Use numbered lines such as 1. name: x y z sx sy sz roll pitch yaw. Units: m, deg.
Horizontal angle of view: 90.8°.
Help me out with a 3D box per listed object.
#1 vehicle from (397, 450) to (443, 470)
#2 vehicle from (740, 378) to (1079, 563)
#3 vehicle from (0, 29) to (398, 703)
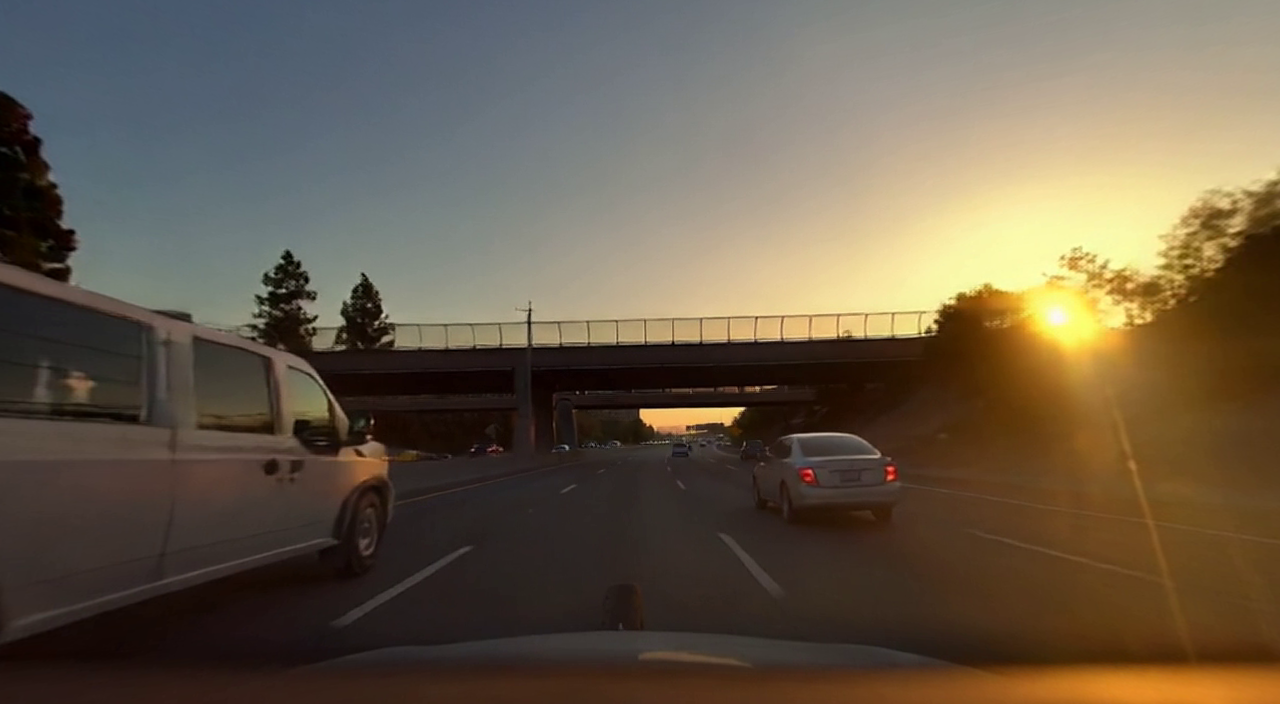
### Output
1. vehicle: -17.085 8.377 49.278 1.850 1.488 4.507 0 -9 2
2. vehicle: 3.458 1.747 10.014 2.693 2.044 5.882 0 -9 -1
3. vehicle: -3.413 0.296 2.625 2.369 2.682 6.088 0 -9 0
